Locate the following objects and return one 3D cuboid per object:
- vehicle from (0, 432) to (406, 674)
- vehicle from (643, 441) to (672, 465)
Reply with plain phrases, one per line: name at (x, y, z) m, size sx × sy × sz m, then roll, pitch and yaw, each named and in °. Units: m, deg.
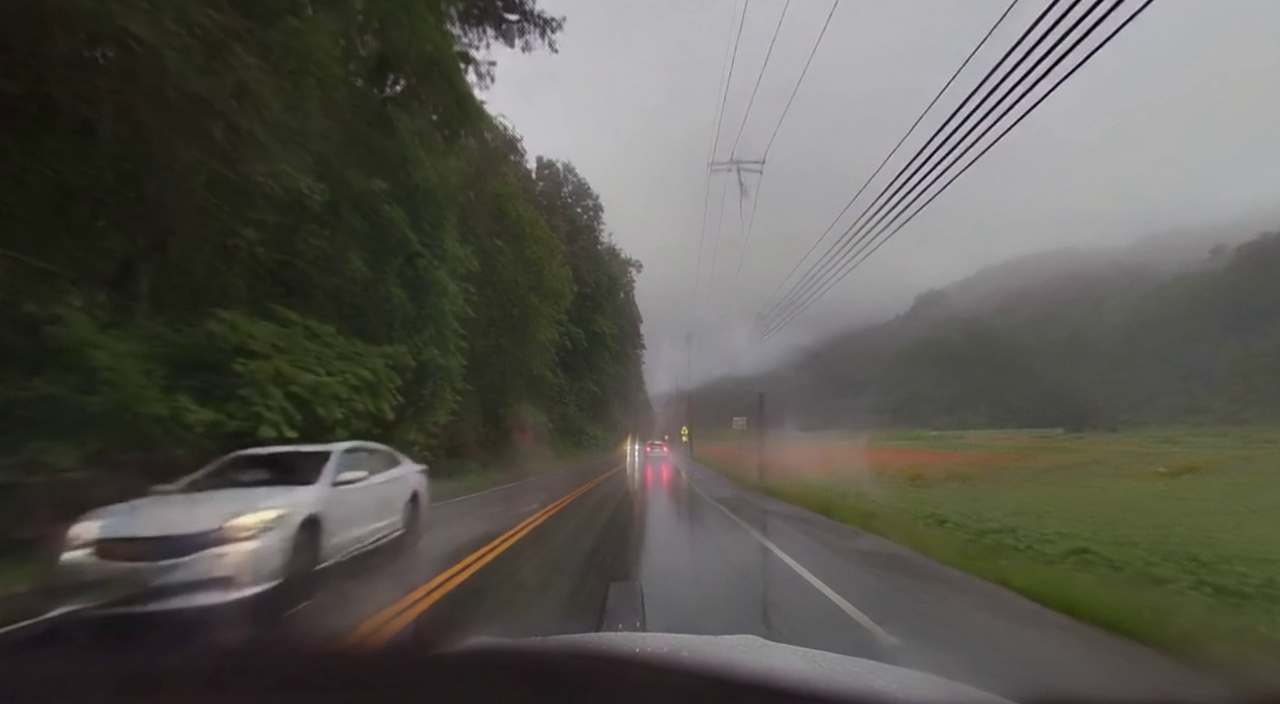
vehicle at (-3.868, 1.584, 5.990) m, size 1.894 × 1.537 × 3.642 m, roll 0°, pitch -9°, yaw 0°
vehicle at (1.348, 7.642, 47.934) m, size 2.083 × 1.767 × 4.448 m, roll -1°, pitch -9°, yaw 1°
